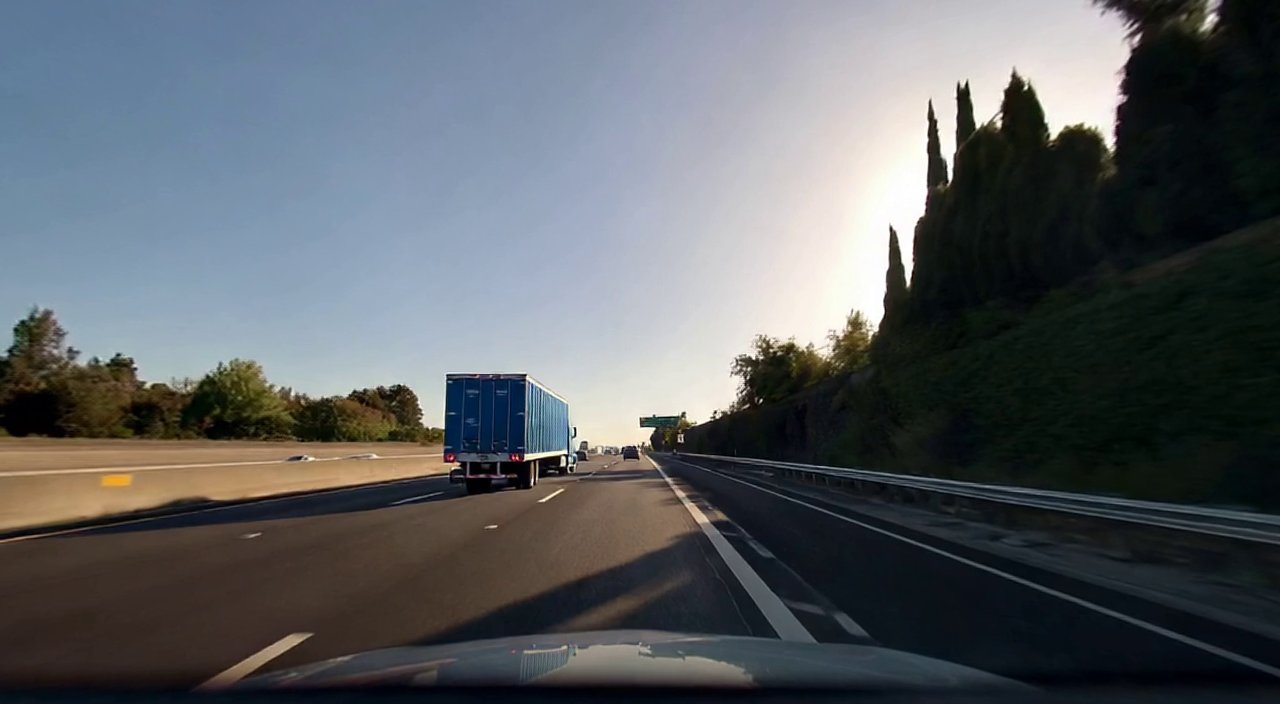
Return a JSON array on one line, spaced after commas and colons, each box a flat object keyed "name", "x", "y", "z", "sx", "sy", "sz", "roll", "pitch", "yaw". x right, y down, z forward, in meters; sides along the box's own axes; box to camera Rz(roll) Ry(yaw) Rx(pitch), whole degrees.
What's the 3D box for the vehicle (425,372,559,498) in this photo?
[{"name": "vehicle", "x": -4.529, "y": 2.829, "z": 21.043, "sx": 2.707, "sy": 3.461, "sz": 7.191, "roll": 0, "pitch": -9, "yaw": 0}]
